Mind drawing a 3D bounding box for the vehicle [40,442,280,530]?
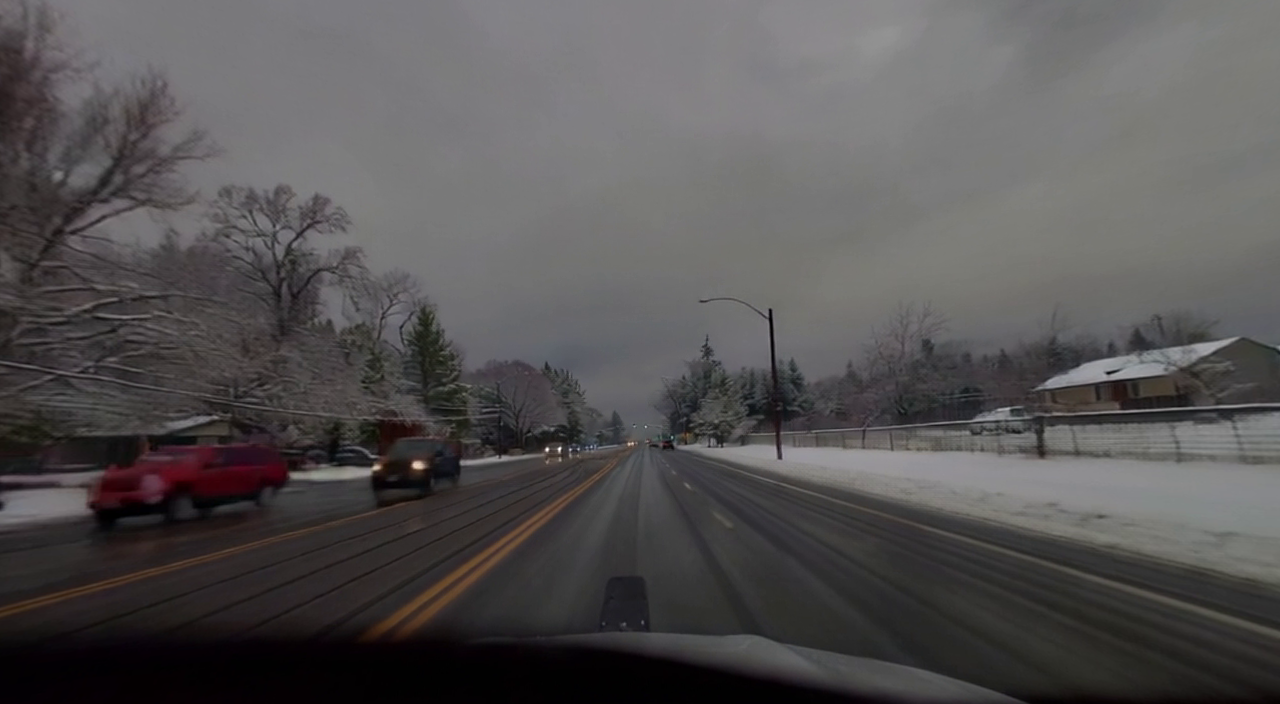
[{"bbox_3d":[-10.486,2.900,14.323,2.006,1.672,4.314,0,-9,0],"label":"vehicle"}]

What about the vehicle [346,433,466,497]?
[{"bbox_3d":[-7.024,3.423,19.488,2.000,1.738,4.251,0,-9,1],"label":"vehicle"}]

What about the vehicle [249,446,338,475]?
[{"bbox_3d":[-22.388,7.021,40.838,4.530,1.769,2.003,0,-9,1],"label":"vehicle"}]
